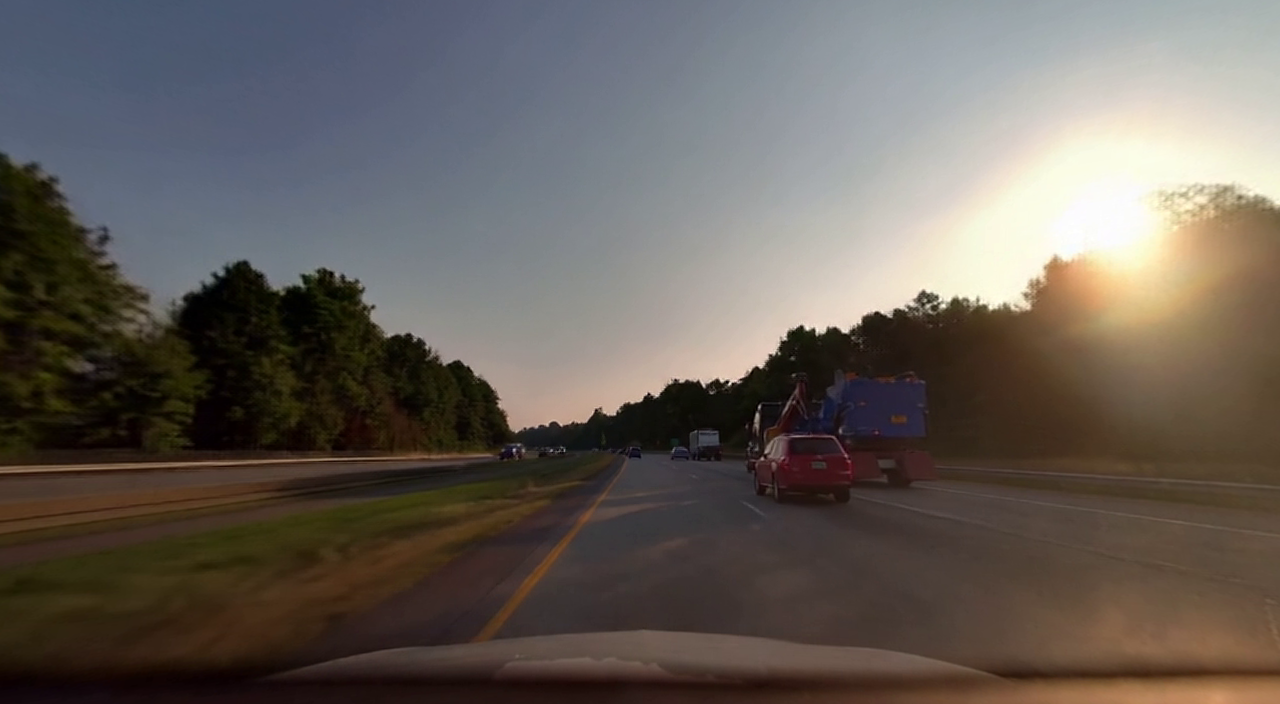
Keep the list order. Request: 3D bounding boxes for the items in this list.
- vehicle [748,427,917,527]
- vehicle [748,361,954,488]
[{"bbox_3d":[3.605,2.421,12.716,2.022,1.658,4.132,0,-9,-1],"label":"vehicle"},{"bbox_3d":[8.080,3.574,28.350,3.441,4.016,16.812,0,-9,0],"label":"vehicle"}]
